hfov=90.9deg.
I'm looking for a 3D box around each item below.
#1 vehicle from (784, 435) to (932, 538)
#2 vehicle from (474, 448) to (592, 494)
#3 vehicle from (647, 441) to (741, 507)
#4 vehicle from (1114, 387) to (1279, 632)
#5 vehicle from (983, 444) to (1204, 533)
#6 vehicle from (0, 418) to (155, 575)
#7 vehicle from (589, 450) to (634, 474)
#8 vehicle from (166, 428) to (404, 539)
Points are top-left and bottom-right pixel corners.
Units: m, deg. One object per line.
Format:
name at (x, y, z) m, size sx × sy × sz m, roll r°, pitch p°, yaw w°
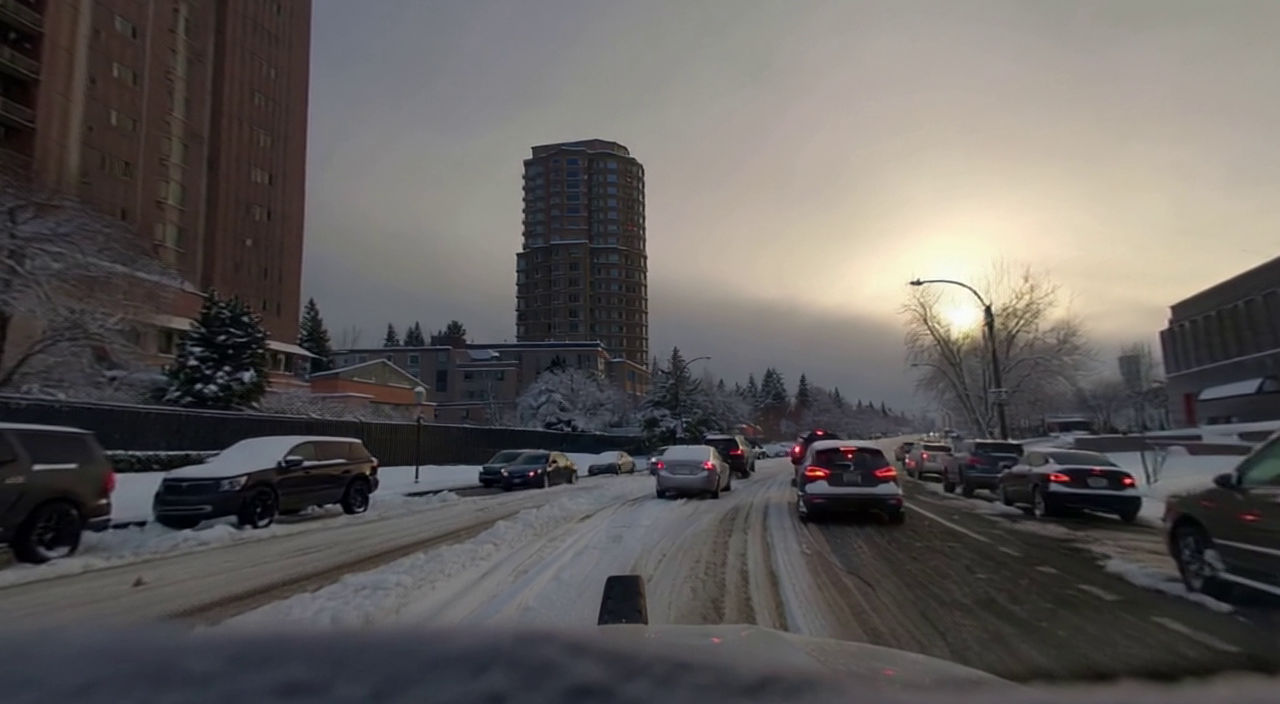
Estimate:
vehicle at (3.760, 2.338, 11.668) m, size 1.982 × 1.510 × 4.144 m, roll -2°, pitch -9°, yaw 11°
vehicle at (-3.820, 4.313, 23.321) m, size 1.928 × 1.503 × 4.322 m, roll -5°, pitch -10°, yaw 31°
vehicle at (1.507, 3.051, 16.227) m, size 2.031 × 1.461 × 3.763 m, roll -2°, pitch -9°, yaw 11°
vehicle at (5.717, 1.137, 4.451) m, size 2.088 × 1.775 × 4.454 m, roll -2°, pitch -9°, yaw 14°
vehicle at (9.156, 2.716, 13.364) m, size 1.901 × 1.500 × 4.729 m, roll -2°, pitch -9°, yaw 11°
vehicle at (-8.788, 1.664, 7.111) m, size 2.070 × 1.854 × 4.985 m, roll -2°, pitch -9°, yaw 11°
vehicle at (-1.864, 7.333, 42.281) m, size 2.040 × 1.492 × 4.318 m, roll -2°, pitch -9°, yaw 11°
vehicle at (-7.375, 2.709, 13.713) m, size 1.934 × 1.770 × 4.546 m, roll -9°, pitch -10°, yaw 12°
